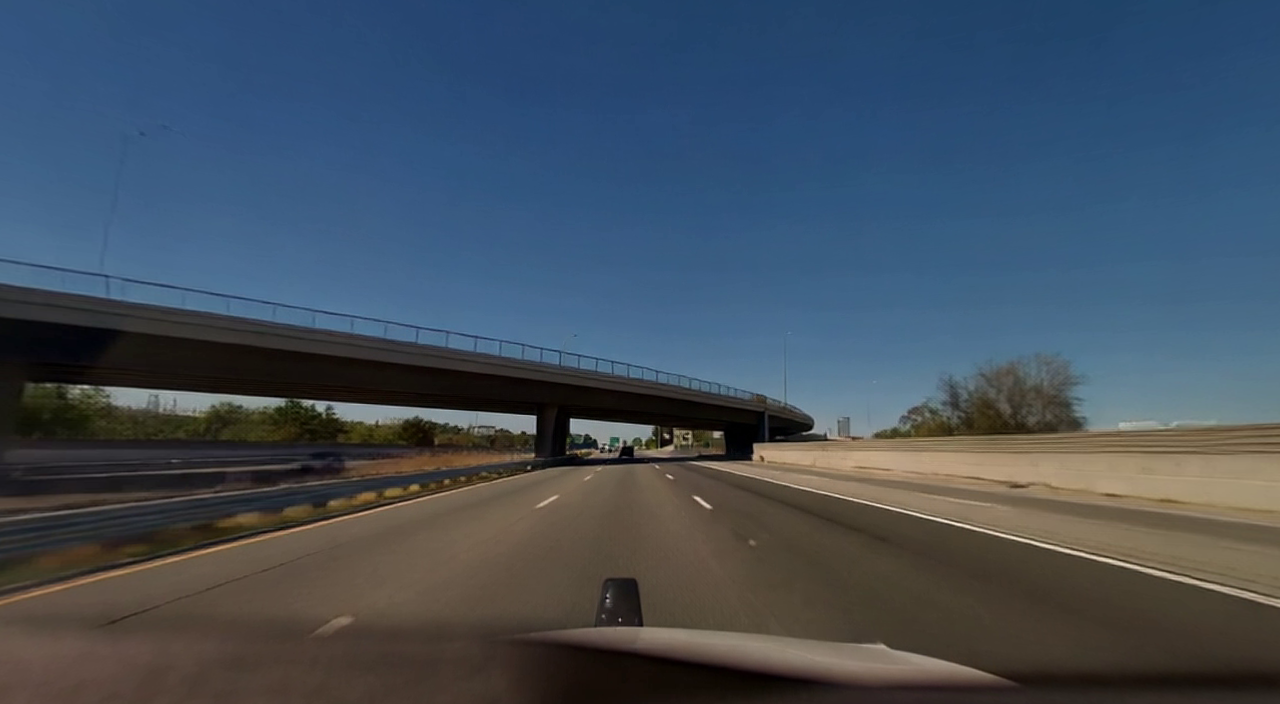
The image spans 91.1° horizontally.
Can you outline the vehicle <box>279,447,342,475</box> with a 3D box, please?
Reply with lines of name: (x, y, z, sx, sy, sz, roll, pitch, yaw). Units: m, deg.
vehicle: (-18.392, 6.097, 35.271, 1.652, 1.440, 3.500, 0, -9, -1)
